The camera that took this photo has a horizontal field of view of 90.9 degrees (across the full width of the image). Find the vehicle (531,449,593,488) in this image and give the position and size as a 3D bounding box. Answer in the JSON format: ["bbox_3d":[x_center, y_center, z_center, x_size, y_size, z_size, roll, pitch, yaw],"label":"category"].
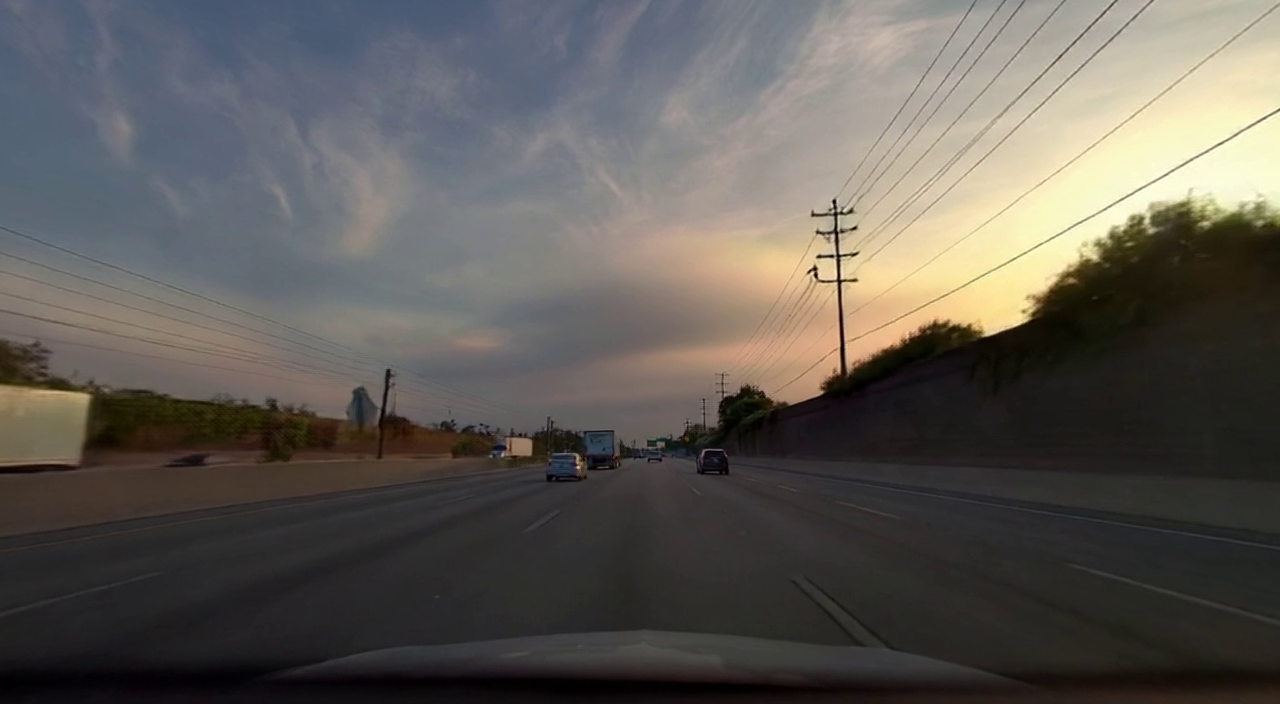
[{"bbox_3d":[-3.156,4.812,26.315,2.004,1.498,4.043,0,-9,1],"label":"vehicle"}]

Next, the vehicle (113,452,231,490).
[{"bbox_3d":[-19.449,4.932,26.451,1.828,1.416,3.982,0,-9,1],"label":"vehicle"}]

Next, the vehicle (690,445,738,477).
[{"bbox_3d":[4.319,6.440,37.488,2.214,1.799,4.627,0,-9,-1],"label":"vehicle"}]

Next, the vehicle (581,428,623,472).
[{"bbox_3d":[-2.854,7.662,49.268,2.632,3.153,6.879,0,-9,2],"label":"vehicle"}]
